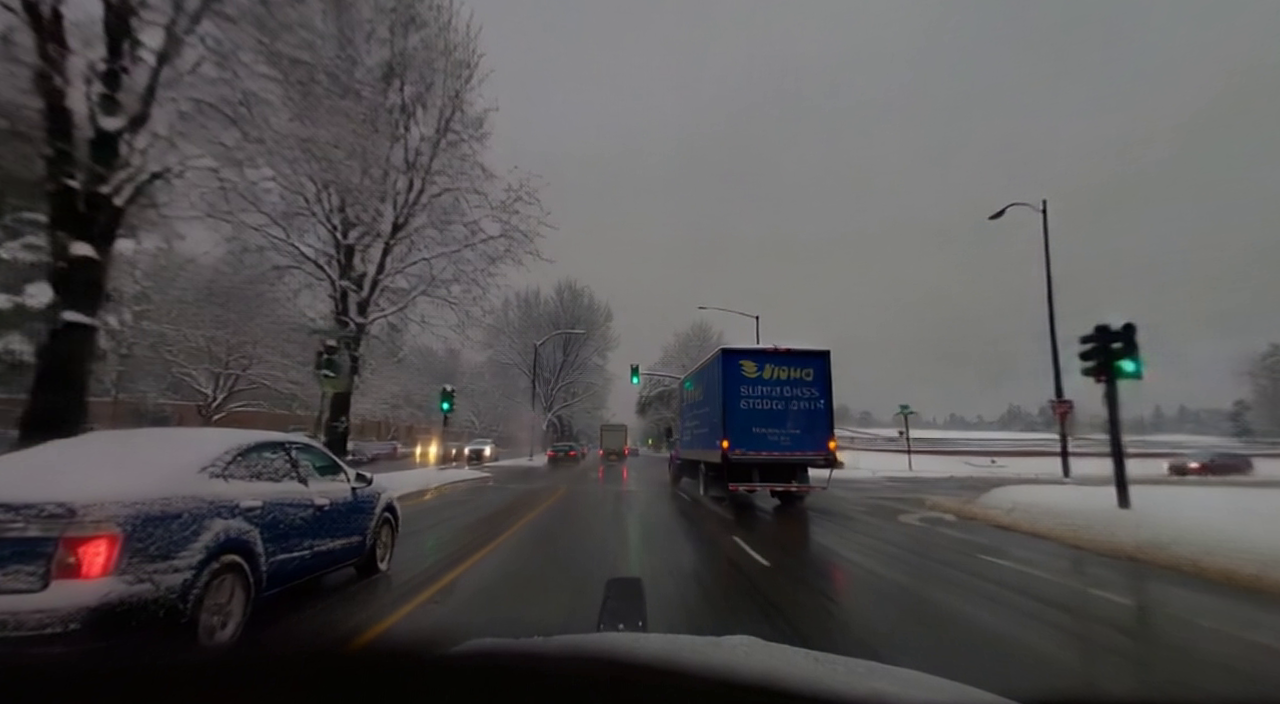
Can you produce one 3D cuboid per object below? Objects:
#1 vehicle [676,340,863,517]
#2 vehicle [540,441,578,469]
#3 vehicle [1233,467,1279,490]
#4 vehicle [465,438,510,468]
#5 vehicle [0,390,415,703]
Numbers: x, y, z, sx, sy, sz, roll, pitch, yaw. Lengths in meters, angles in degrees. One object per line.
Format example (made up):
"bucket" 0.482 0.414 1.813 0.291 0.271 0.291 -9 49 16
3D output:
"vehicle" 2.916 2.197 17.299 2.905 3.644 8.441 0 -9 -3
"vehicle" -5.518 7.042 43.183 2.388 1.811 4.455 1 -9 -5
"vehicle" 47.808 9.530 47.381 5.053 1.542 2.169 3 -9 -19
"vehicle" -10.245 6.810 42.499 2.374 1.863 4.751 1 -9 -7
"vehicle" -3.371 1.226 4.487 1.828 1.515 4.422 0 -9 1
